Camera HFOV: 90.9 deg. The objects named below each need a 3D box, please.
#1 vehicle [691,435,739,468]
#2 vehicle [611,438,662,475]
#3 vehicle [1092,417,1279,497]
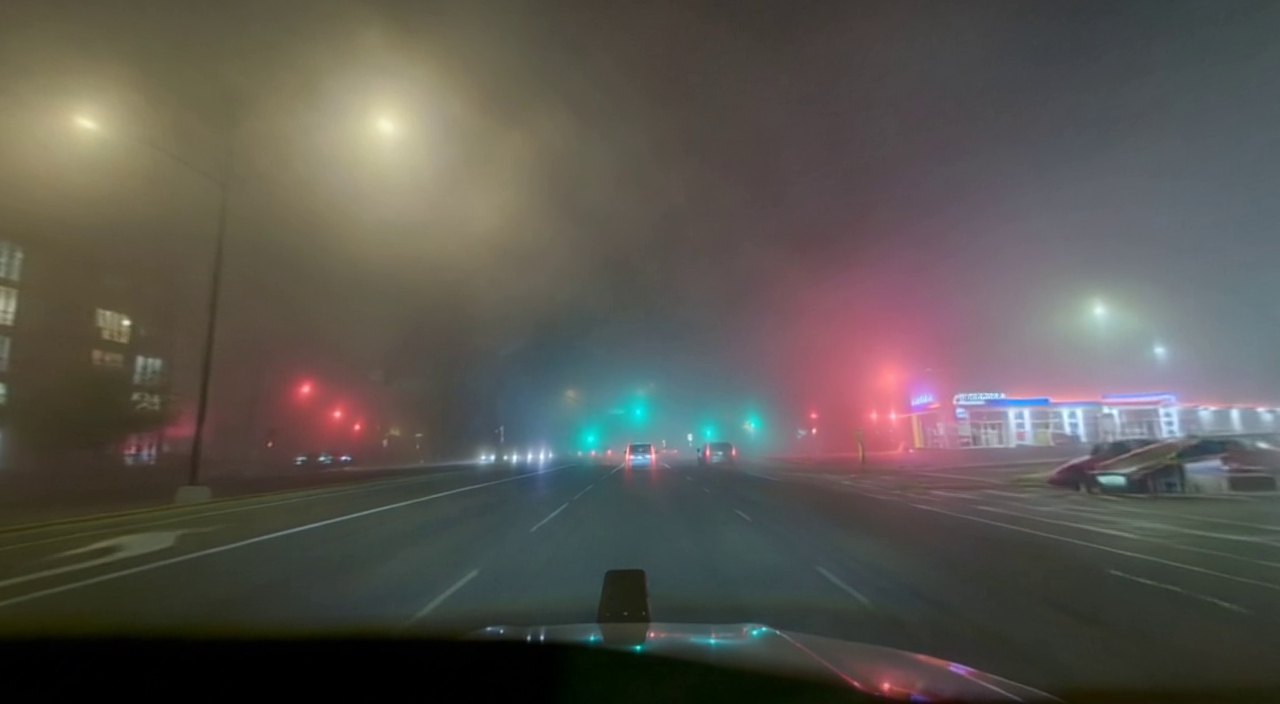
[{"bbox_3d":[4.108,5.528,35.057,2.007,1.683,4.171,0,-8,-2],"label":"vehicle"},{"bbox_3d":[-0.149,4.604,27.943,2.059,1.477,3.988,0,-8,0],"label":"vehicle"},{"bbox_3d":[14.552,2.583,15.831,4.775,1.728,1.996,-2,-9,-1],"label":"vehicle"}]
